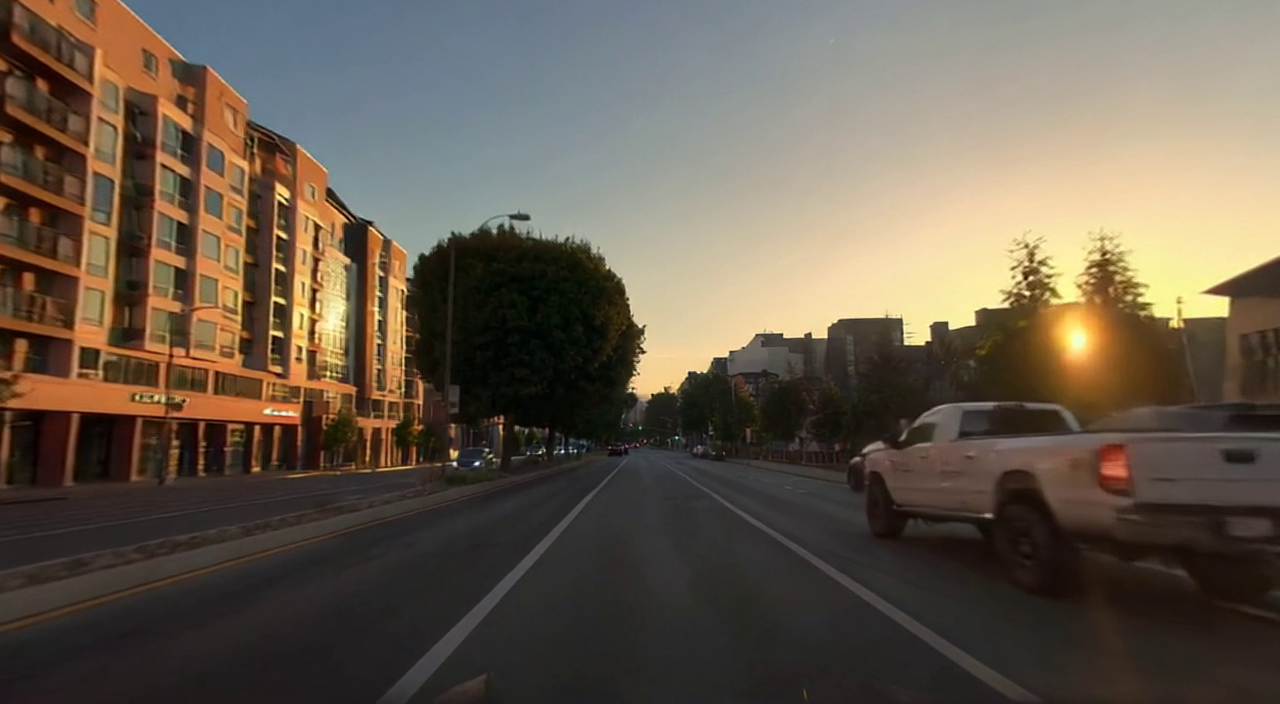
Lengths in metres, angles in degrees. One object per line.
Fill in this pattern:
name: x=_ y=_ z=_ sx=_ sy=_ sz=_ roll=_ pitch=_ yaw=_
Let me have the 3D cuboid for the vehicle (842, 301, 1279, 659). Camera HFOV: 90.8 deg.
vehicle: x=4.717 y=1.275 z=7.258 sx=2.723 sy=2.409 sz=5.869 roll=0 pitch=-9 yaw=-1

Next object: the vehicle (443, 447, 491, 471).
vehicle: x=-11.247 y=6.985 z=41.375 sx=1.834 sy=1.482 sz=4.349 roll=0 pitch=-9 yaw=0
